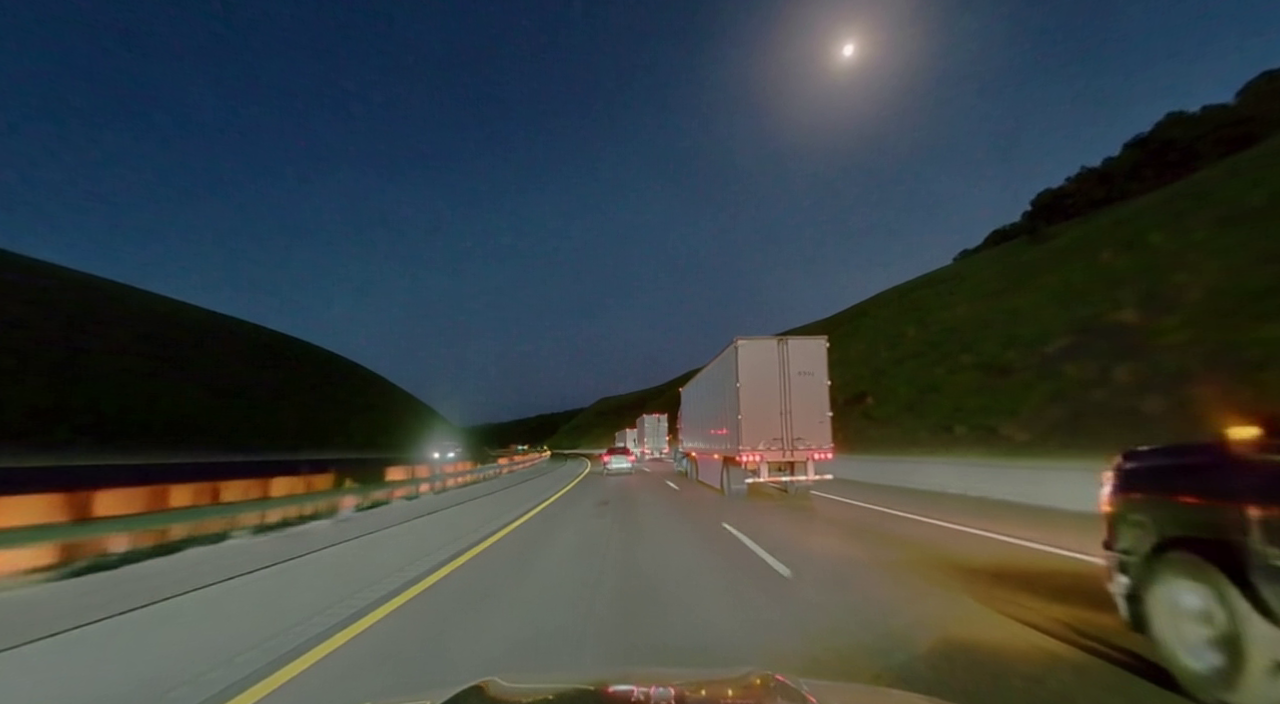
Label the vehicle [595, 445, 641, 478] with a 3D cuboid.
[{"bbox_3d":[-1.050,5.134,29.717,2.029,1.437,3.794,0,-9,-3],"label":"vehicle"}]

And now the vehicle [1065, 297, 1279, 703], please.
[{"bbox_3d":[3.870,0.543,1.476,2.034,1.968,5.221,0,-9,0],"label":"vehicle"}]

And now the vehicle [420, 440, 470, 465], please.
[{"bbox_3d":[-12.065,6.246,39.297,1.882,1.490,4.346,0,-9,-2],"label":"vehicle"}]

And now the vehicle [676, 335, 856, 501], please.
[{"bbox_3d":[3.499,2.730,22.849,2.911,4.099,14.578,0,-9,-3],"label":"vehicle"}]
